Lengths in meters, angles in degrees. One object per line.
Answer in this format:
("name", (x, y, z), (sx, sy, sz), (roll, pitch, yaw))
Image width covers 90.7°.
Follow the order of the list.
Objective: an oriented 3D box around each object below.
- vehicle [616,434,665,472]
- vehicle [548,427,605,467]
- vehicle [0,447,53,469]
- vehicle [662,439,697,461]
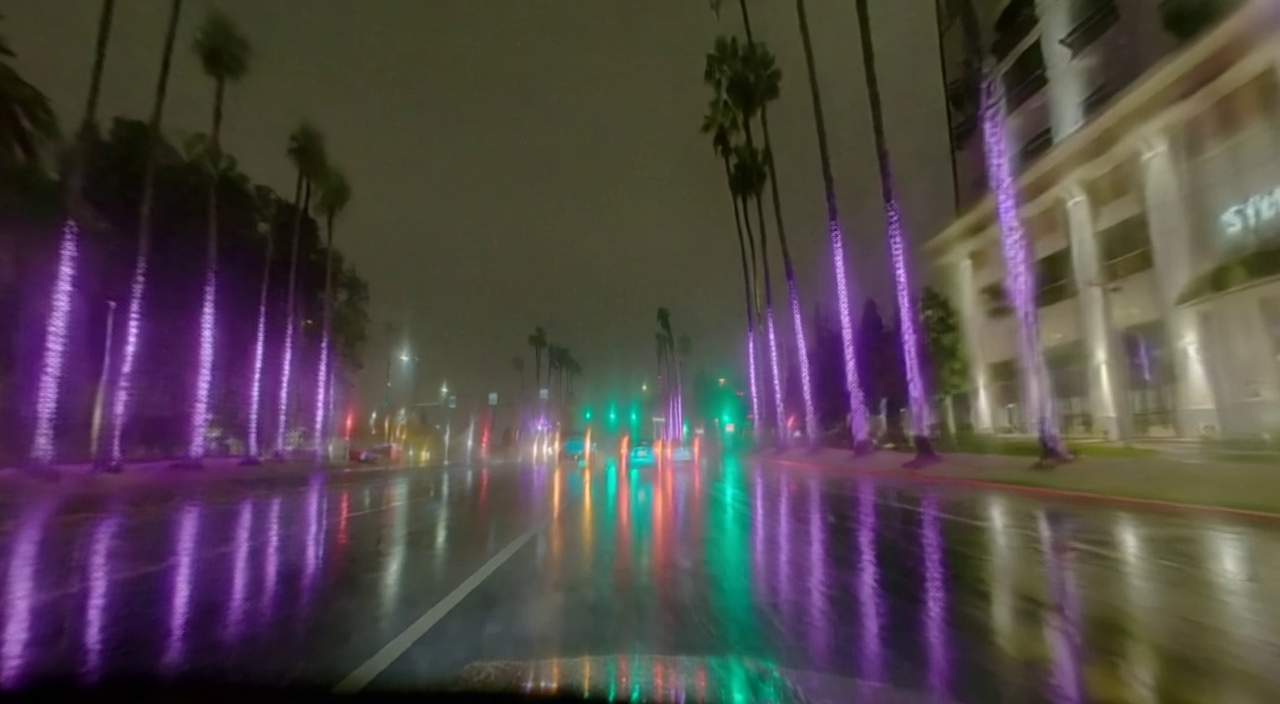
("vehicle", (-0.033, 4.720, 29.570), (2.160, 1.615, 4.117), (0, -9, -1))
("vehicle", (-3.458, 5.383, 35.890), (2.672, 2.064, 5.681), (0, -9, 0))
("vehicle", (-47.020, 7.940, 47.392), (3.985, 1.623, 1.976), (0, -9, -3))
("vehicle", (2.798, 7.084, 45.803), (2.085, 1.482, 4.491), (0, -9, -2))
